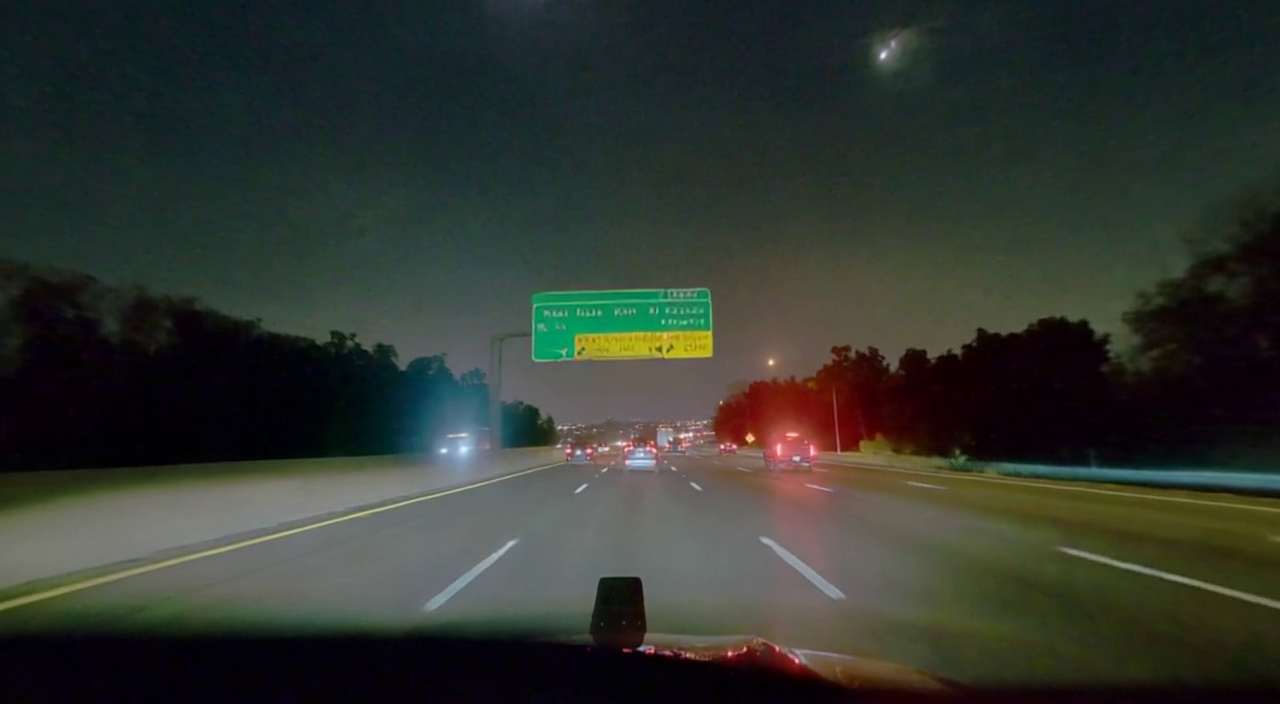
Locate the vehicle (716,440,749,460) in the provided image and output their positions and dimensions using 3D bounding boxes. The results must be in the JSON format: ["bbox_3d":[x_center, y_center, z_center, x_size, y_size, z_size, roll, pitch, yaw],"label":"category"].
[{"bbox_3d":[7.103,7.582,48.861,1.894,1.511,4.148,0,-8,-1],"label":"vehicle"}]

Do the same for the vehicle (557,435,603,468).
[{"bbox_3d":[-3.348,5.655,36.058,2.140,1.720,4.410,0,-8,1],"label":"vehicle"}]

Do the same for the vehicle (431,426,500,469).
[{"bbox_3d":[-12.486,6.917,45.872,2.779,2.896,7.441,0,-8,0],"label":"vehicle"}]

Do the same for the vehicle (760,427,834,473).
[{"bbox_3d":[7.159,4.538,29.366,2.094,1.916,5.099,0,-8,-1],"label":"vehicle"}]

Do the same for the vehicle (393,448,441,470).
[{"bbox_3d":[-16.059,7.725,45.666,1.845,1.507,4.187,0,-8,2],"label":"vehicle"}]

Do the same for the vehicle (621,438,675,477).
[{"bbox_3d":[0.292,4.324,26.071,2.071,1.464,4.162,0,-8,0],"label":"vehicle"}]
